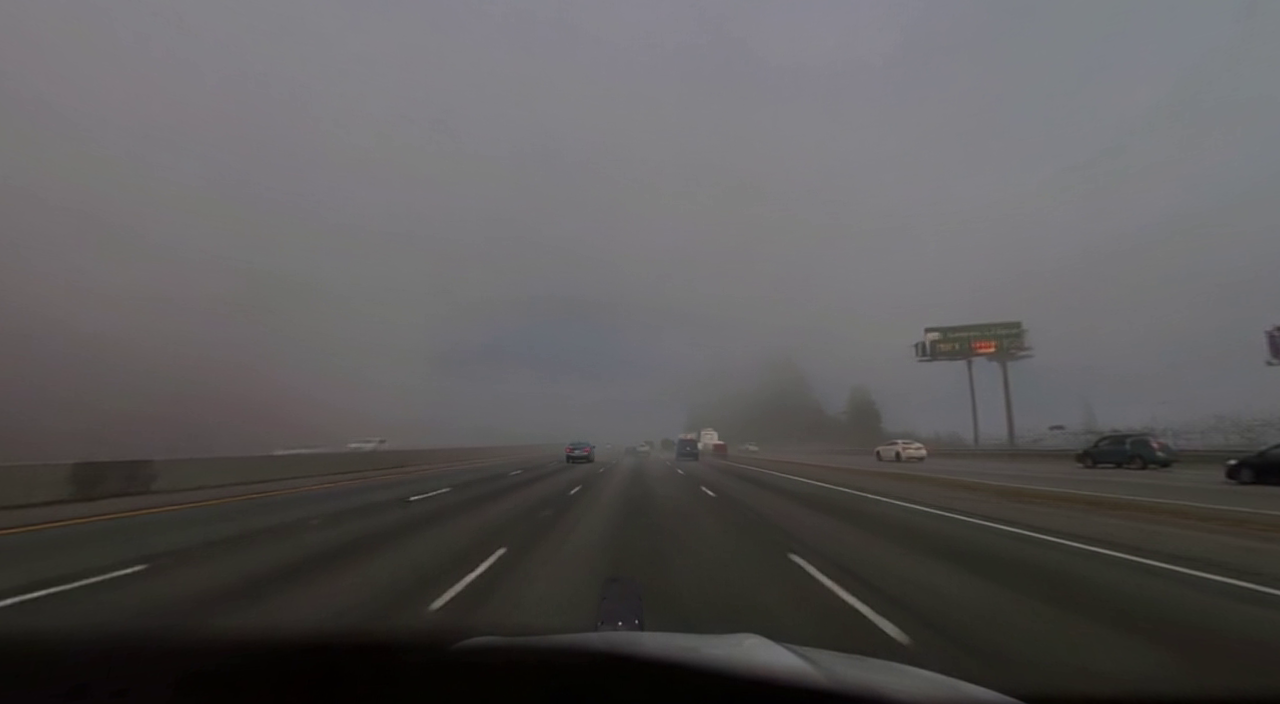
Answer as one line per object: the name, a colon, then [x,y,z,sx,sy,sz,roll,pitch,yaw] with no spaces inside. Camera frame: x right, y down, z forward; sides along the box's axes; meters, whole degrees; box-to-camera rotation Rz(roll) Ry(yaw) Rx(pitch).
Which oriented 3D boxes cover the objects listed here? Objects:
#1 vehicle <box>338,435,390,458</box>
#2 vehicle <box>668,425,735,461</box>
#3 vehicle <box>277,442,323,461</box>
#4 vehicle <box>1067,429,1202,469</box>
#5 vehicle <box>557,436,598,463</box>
vehicle: [-17.861,6.128,40.872,1.696,1.425,3.560,0,-8,0]
vehicle: [3.800,6.230,43.001,3.042,2.004,14.051,0,-8,-1]
vehicle: [-24.944,7.285,46.249,1.467,1.343,3.337,0,-9,0]
vehicle: [25.588,5.055,32.815,2.139,1.881,5.005,4,-9,-22]
vehicle: [-3.698,5.868,37.969,2.066,1.500,4.415,0,-8,0]
